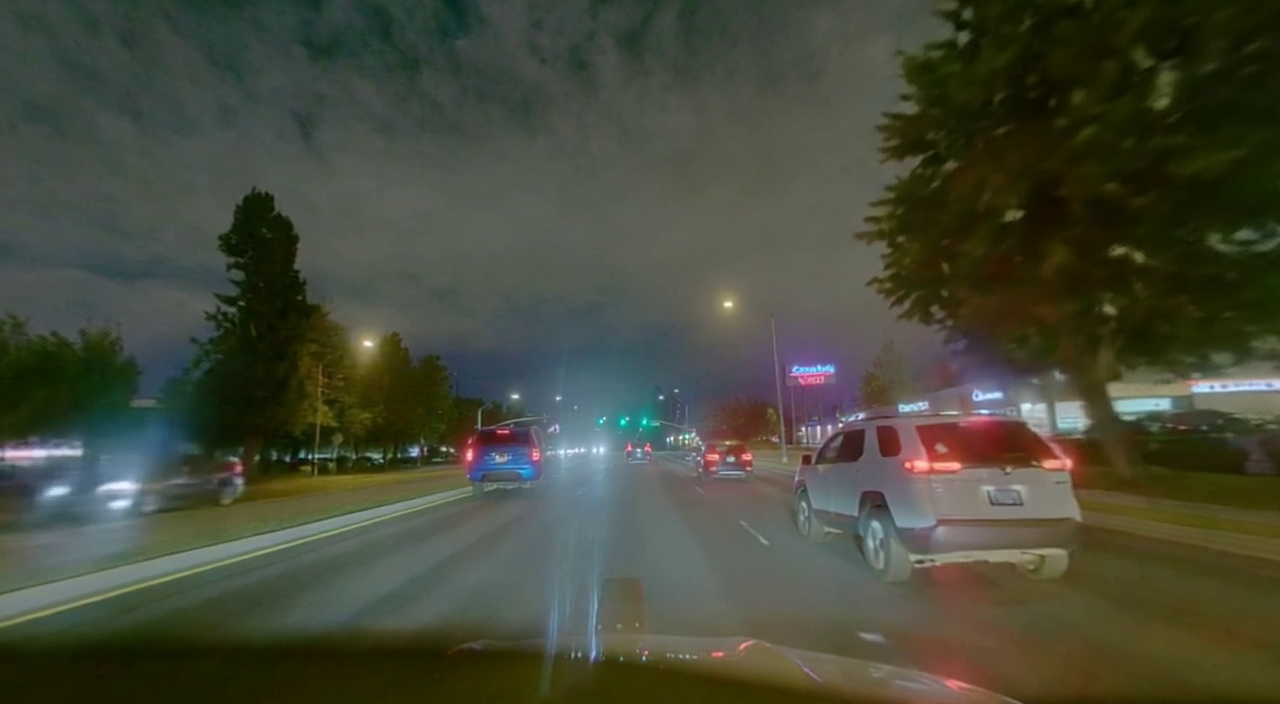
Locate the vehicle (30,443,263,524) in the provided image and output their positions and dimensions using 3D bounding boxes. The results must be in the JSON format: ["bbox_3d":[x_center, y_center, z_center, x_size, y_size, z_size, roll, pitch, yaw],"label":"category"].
[{"bbox_3d":[-11.584,3.059,15.364,2.134,1.661,4.374,0,-8,0],"label":"vehicle"}]

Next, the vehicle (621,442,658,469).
[{"bbox_3d":[-0.053,6.069,37.292,2.008,1.464,4.052,0,-8,-1],"label":"vehicle"}]

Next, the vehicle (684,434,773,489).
[{"bbox_3d":[2.788,3.599,21.122,2.174,1.596,4.779,0,-8,-1],"label":"vehicle"}]

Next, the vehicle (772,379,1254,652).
[{"bbox_3d":[2.836,1.355,6.271,2.018,1.719,4.369,0,-8,-1],"label":"vehicle"}]

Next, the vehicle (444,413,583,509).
[{"bbox_3d":[-2.953,2.728,16.251,2.368,2.037,5.319,0,-8,1],"label":"vehicle"}]

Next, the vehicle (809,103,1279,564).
[{"bbox_3d":[7.189,0.845,12.650,2.878,4.158,16.287,0,-8,-1],"label":"vehicle"}]
